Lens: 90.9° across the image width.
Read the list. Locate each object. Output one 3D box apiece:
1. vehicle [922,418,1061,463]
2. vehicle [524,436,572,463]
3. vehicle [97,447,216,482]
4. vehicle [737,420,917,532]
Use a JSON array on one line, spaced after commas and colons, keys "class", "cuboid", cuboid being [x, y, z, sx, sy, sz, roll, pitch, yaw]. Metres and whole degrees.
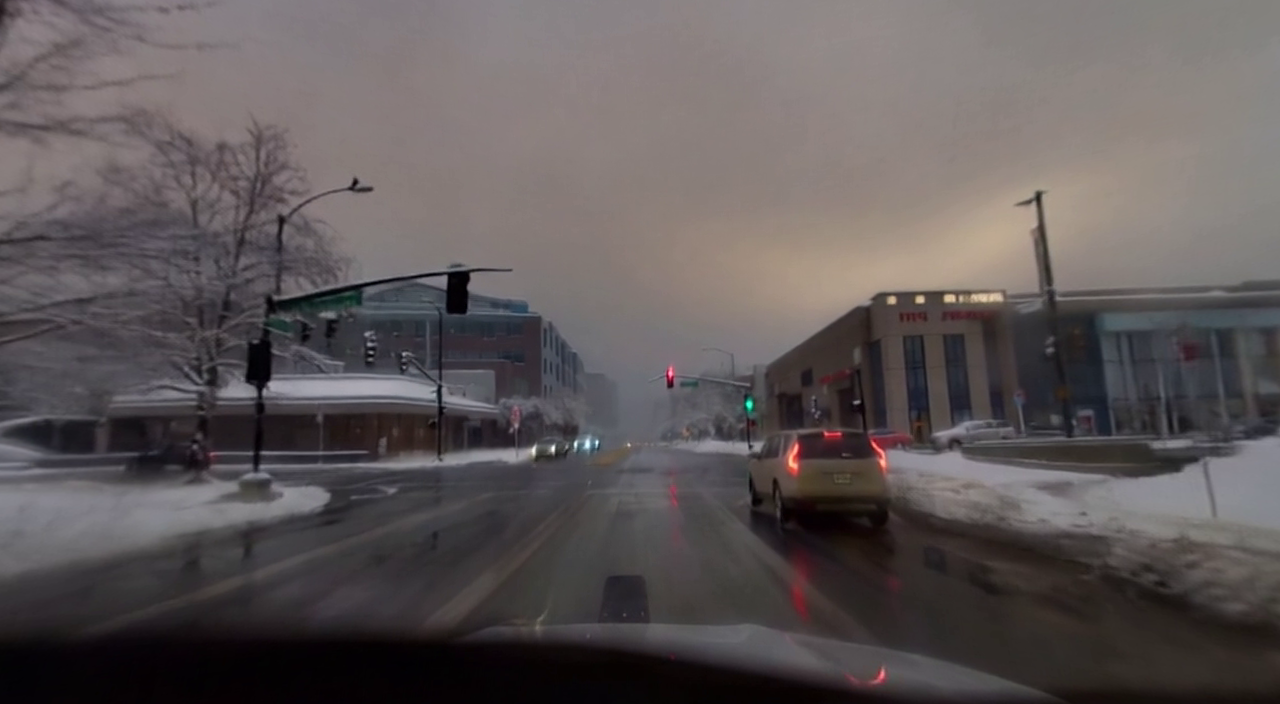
[{"class": "vehicle", "cuboid": [14.657, 3.738, 26.519, 4.611, 1.778, 1.939, 0, -8, 0]}, {"class": "vehicle", "cuboid": [-6.071, 6.523, 42.189, 1.972, 1.693, 4.516, -2, -8, 8]}, {"class": "vehicle", "cuboid": [-22.715, 5.262, 29.725, 4.037, 1.562, 2.099, -1, -8, 8]}, {"class": "vehicle", "cuboid": [2.968, 2.052, 10.955, 1.947, 1.576, 3.825, 0, -8, 0]}]
